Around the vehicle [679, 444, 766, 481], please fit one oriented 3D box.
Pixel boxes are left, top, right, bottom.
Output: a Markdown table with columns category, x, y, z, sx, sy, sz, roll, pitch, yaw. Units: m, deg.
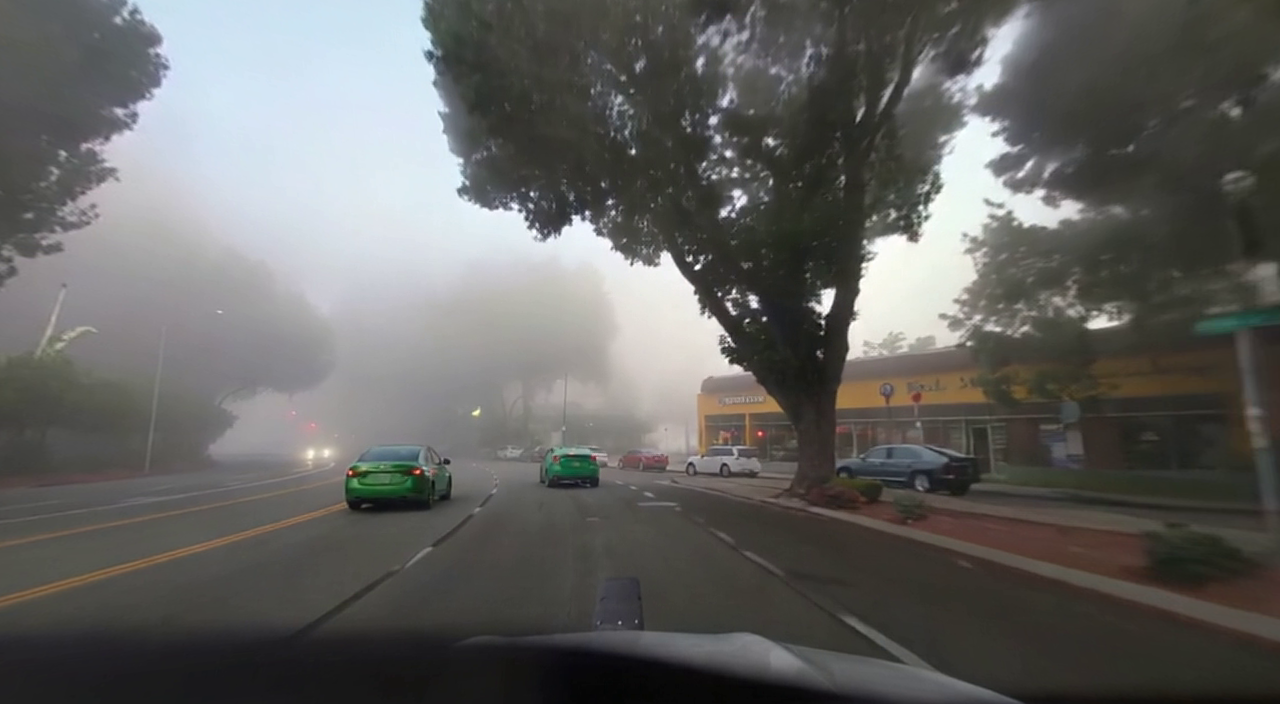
| category | x | y | z | sx | sy | sz | roll | pitch | yaw |
| --- | --- | --- | --- | --- | --- | --- | --- | --- | --- |
| vehicle | 3.694 | 5.038 | 28.935 | 1.952 | 1.547 | 4.091 | 4 | -10 | -26 |

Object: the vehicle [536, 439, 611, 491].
| category | x | y | z | sx | sy | sz | roll | pitch | yaw |
| --- | --- | --- | --- | --- | --- | --- | --- | --- | --- |
| vehicle | -2.298 | 3.661 | 20.771 | 2.001 | 1.483 | 4.442 | 2 | -9 | -12 |

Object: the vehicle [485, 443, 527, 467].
| category | x | y | z | sx | sy | sz | roll | pitch | yaw |
| --- | --- | --- | --- | --- | --- | --- | --- | --- | --- |
| vehicle | -8.771 | 6.668 | 40.913 | 1.920 | 1.416 | 4.310 | 3 | -9 | -22 |

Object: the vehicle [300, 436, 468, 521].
| category | x | y | z | sx | sy | sz | roll | pitch | yaw |
| --- | --- | --- | --- | --- | --- | --- | --- | --- | --- |
| vehicle | -5.226 | 2.616 | 13.692 | 2.105 | 1.477 | 4.857 | 1 | -9 | -7 |

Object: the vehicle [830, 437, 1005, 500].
| category | x | y | z | sx | sy | sz | roll | pitch | yaw |
| --- | --- | --- | --- | --- | --- | --- | --- | --- | --- |
| vehicle | 8.532 | 3.594 | 19.947 | 2.095 | 1.697 | 4.801 | 4 | -9 | -25 |

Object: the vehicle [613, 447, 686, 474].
| category | x | y | z | sx | sy | sz | roll | pitch | yaw |
| --- | --- | --- | --- | --- | --- | --- | --- | --- | --- |
| vehicle | 0.444 | 6.211 | 36.408 | 2.038 | 1.446 | 4.896 | 5 | -10 | -28 |
